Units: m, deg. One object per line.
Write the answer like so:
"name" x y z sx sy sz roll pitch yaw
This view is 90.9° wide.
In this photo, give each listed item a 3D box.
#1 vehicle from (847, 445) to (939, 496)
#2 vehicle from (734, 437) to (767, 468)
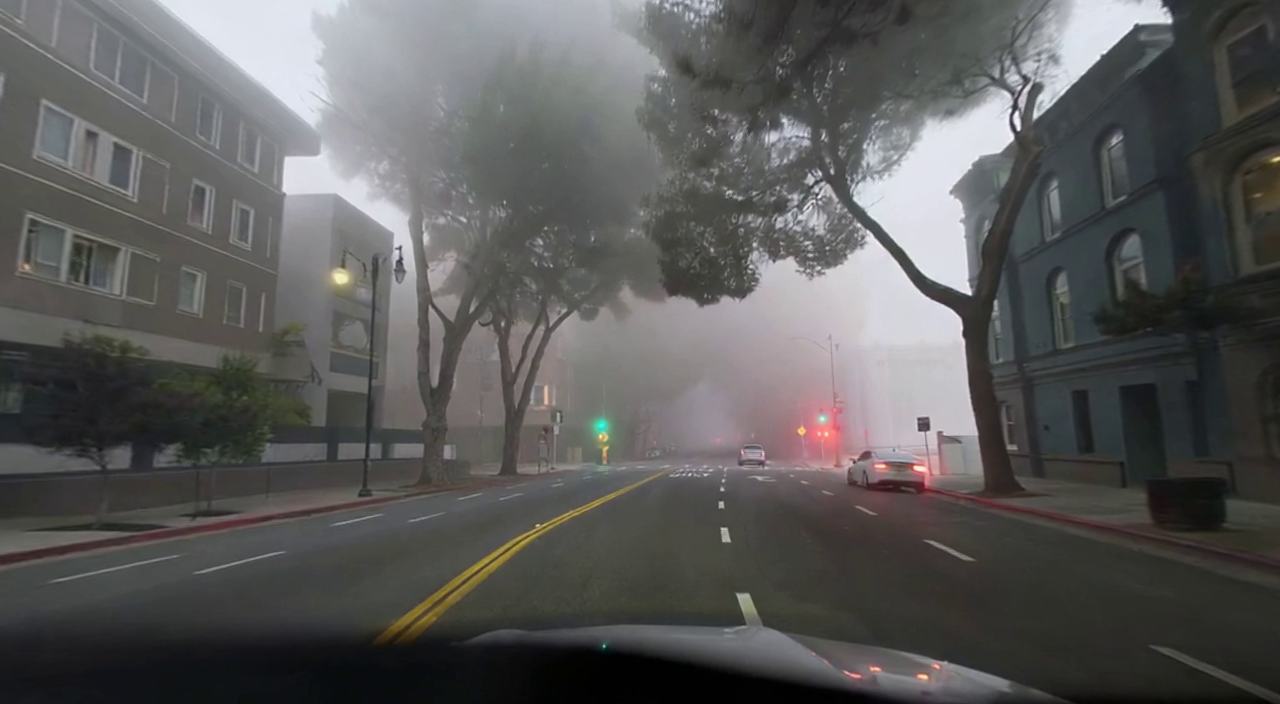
"vehicle" 8.248 3.836 20.942 1.759 1.488 4.124 -1 -8 6
"vehicle" 7.344 6.671 42.221 1.971 1.919 4.748 -1 -8 8
